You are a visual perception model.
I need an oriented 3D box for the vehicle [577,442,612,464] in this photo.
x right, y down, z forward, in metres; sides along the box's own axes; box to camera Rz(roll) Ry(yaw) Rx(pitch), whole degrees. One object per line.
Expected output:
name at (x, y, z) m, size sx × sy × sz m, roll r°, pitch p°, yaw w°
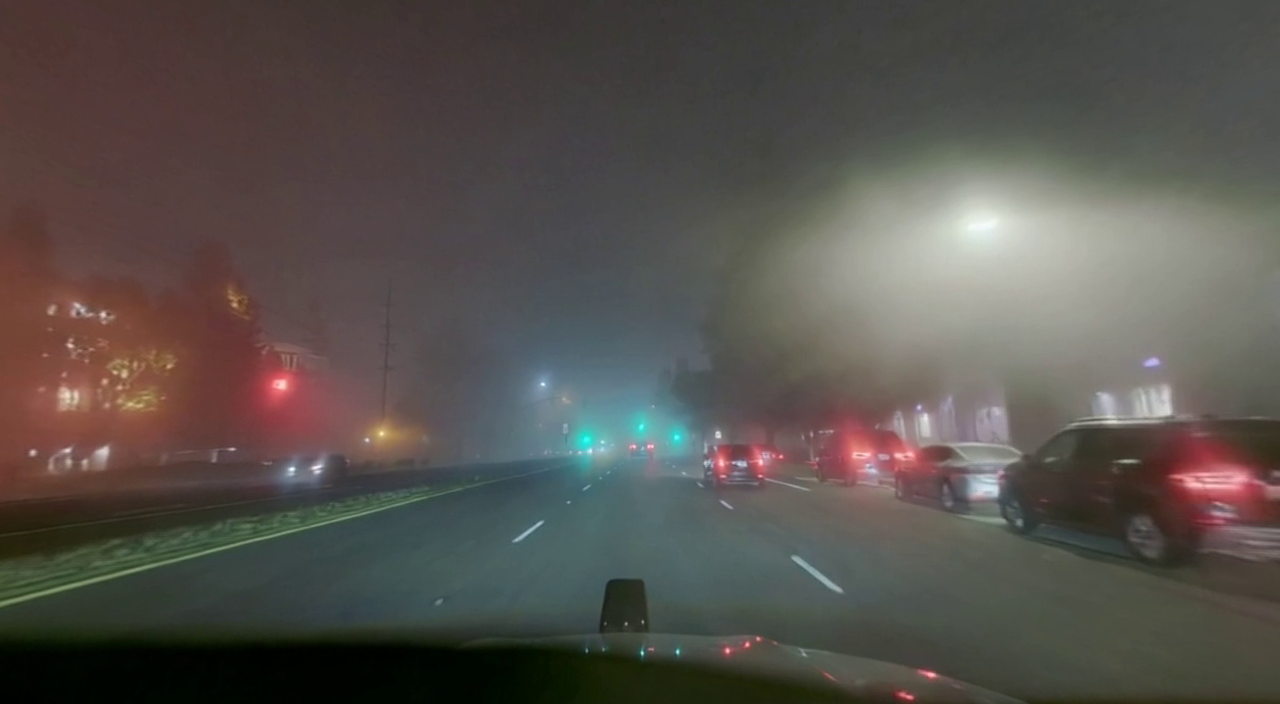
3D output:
vehicle at (-3.104, 7.024, 44.059) m, size 2.082 × 1.467 × 4.379 m, roll 0°, pitch -8°, yaw 1°

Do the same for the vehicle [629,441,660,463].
vehicle at (0.343, 7.017, 44.303) m, size 2.101 × 1.480 × 3.929 m, roll 0°, pitch -8°, yaw 1°

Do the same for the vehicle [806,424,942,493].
vehicle at (7.102, 3.310, 19.999) m, size 2.087 × 1.823 × 5.906 m, roll 0°, pitch -8°, yaw 1°

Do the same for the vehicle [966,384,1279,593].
vehicle at (6.667, 1.595, 8.276) m, size 2.215 × 1.909 × 4.875 m, roll 0°, pitch -8°, yaw 1°

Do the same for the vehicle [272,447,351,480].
vehicle at (-18.956, 6.408, 36.602) m, size 2.022 × 1.735 × 4.695 m, roll 0°, pitch -8°, yaw 0°

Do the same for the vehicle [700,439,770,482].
vehicle at (3.510, 4.086, 24.132) m, size 1.990 × 1.486 × 4.431 m, roll 0°, pitch -8°, yaw 0°
